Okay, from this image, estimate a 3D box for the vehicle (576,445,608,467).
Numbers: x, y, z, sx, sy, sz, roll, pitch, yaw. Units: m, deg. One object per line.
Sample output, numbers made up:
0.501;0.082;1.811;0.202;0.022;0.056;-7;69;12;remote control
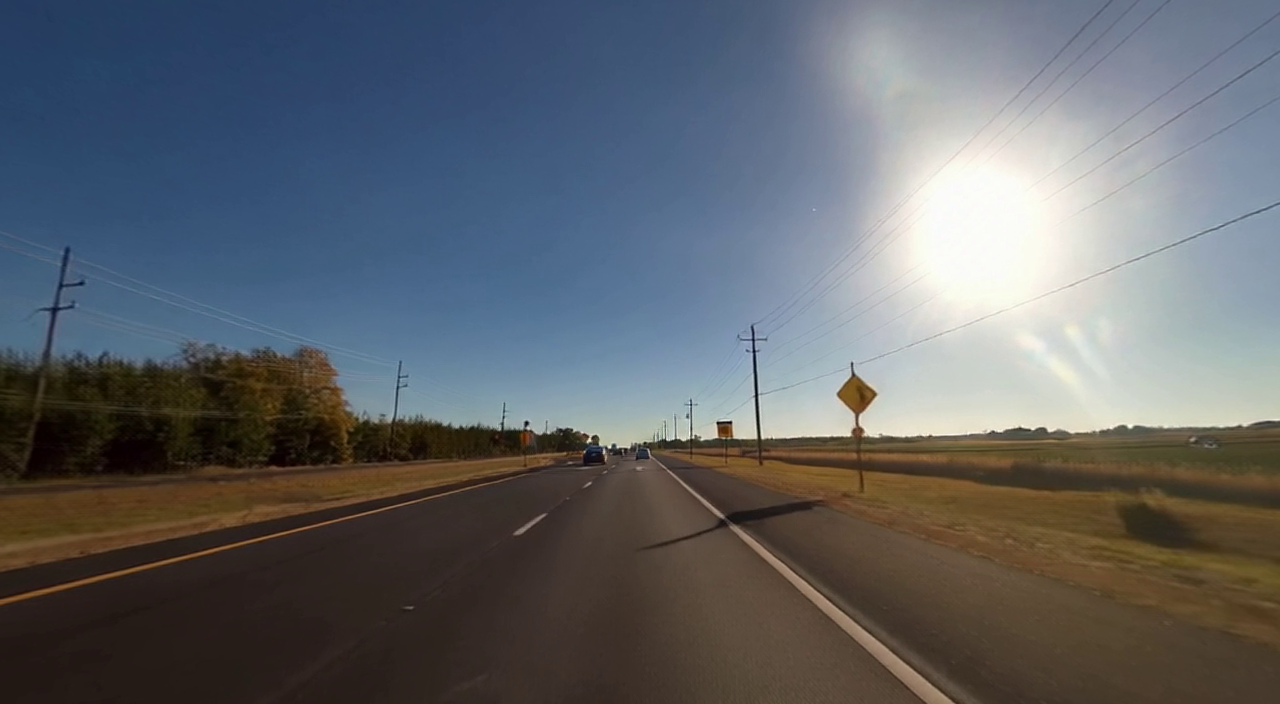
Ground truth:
-3.612;7.946;48.259;2.120;1.597;4.810;0;-9;0;vehicle
